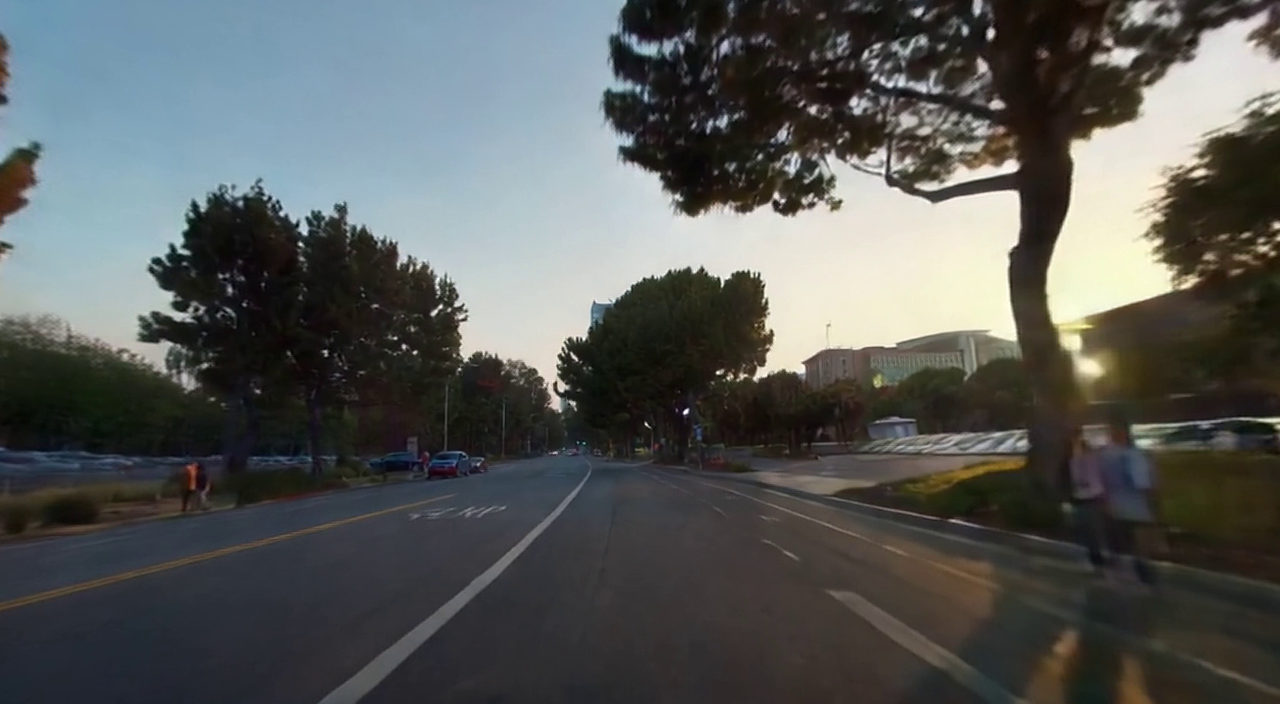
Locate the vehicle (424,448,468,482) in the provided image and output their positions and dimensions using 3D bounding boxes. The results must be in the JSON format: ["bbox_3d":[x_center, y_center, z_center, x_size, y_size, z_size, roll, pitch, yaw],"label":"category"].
[{"bbox_3d":[-14.809,8.595,48.483,2.314,2.144,5.403,-3,-7,-7],"label":"vehicle"}]
